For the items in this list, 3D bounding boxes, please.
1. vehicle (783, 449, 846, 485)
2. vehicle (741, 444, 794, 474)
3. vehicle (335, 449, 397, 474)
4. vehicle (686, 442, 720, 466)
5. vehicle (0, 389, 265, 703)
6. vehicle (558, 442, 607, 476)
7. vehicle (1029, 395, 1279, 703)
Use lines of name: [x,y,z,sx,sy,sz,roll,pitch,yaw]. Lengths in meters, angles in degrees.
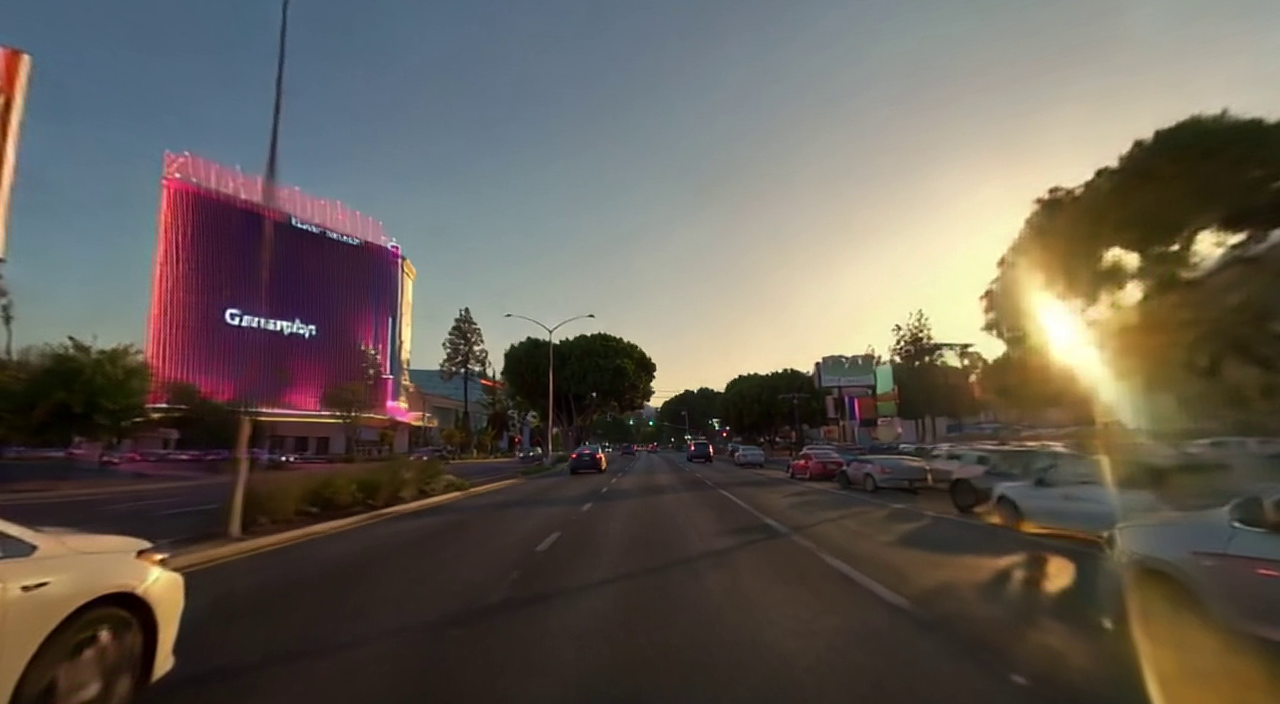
vehicle: [7.478,4.937,27.406,1.654,1.440,3.647,0,-8,-1]
vehicle: [7.493,6.323,37.530,1.918,1.598,4.536,0,-8,-4]
vehicle: [-17.840,7.132,41.327,1.919,1.460,4.572,0,-8,1]
vehicle: [4.562,7.451,46.156,2.007,1.683,4.171,0,-8,-1]
vehicle: [-3.333,0.750,1.242,2.155,1.504,4.776,0,-8,2]
vehicle: [-2.726,5.215,31.057,1.917,1.511,4.436,0,-8,1]
vehicle: [3.344,0.790,1.485,1.981,1.499,4.536,0,-8,1]
